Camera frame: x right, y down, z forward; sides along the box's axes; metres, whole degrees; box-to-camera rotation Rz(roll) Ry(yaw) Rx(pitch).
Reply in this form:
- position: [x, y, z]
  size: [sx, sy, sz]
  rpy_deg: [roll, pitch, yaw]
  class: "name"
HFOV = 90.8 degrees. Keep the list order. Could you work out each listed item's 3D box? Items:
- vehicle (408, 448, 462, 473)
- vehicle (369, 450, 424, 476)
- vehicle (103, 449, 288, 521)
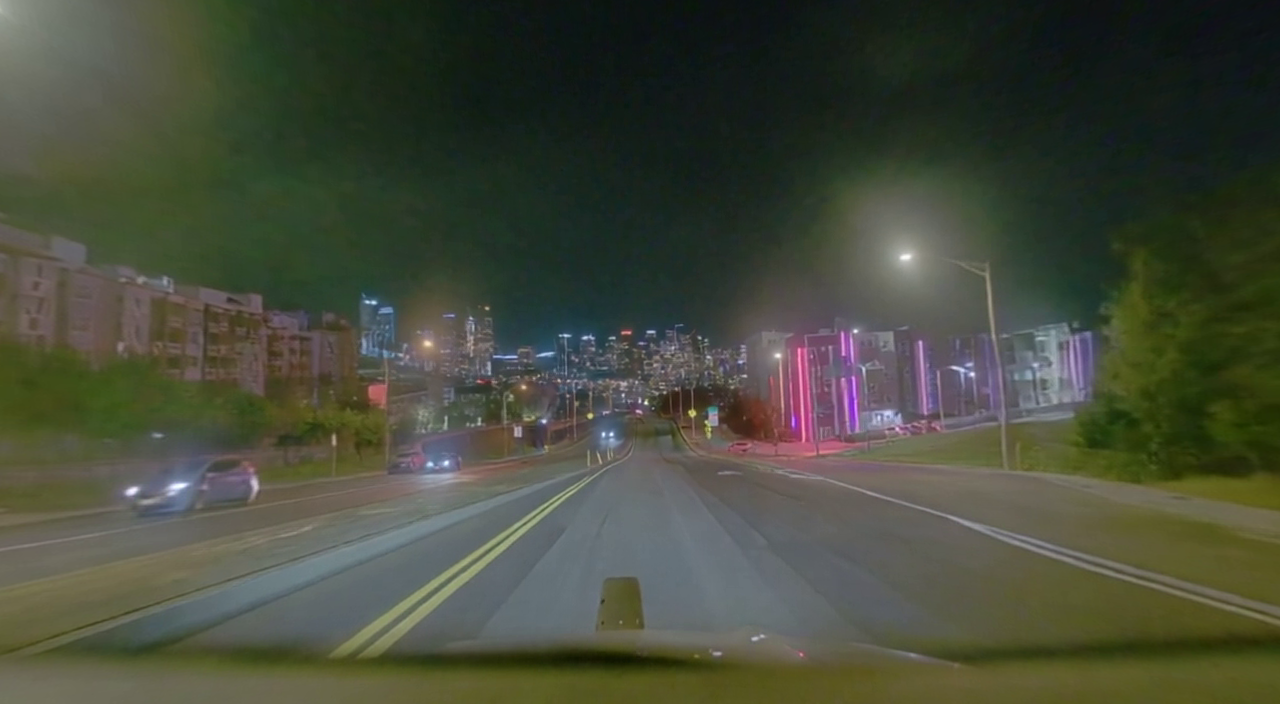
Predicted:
- position: [-13.132, 6.971, 40.774]
  size: [1.989, 1.461, 4.426]
  rpy_deg: [0, -8, 0]
  class: "vehicle"
- position: [-17.317, 7.889, 45.114]
  size: [1.992, 1.527, 4.540]
  rpy_deg: [-1, -6, 2]
  class: "vehicle"
- position: [-11.425, 3.384, 16.805]
  size: [2.145, 1.559, 4.967]
  rpy_deg: [2, -9, -12]
  class: "vehicle"
